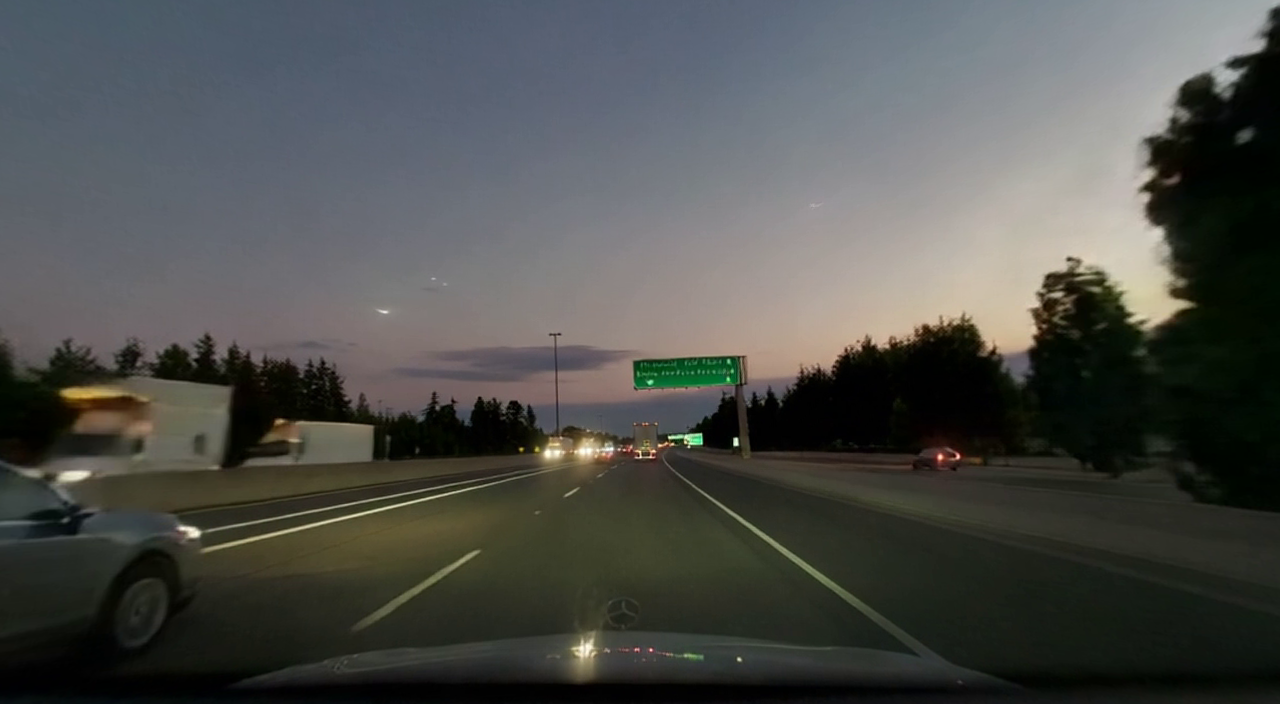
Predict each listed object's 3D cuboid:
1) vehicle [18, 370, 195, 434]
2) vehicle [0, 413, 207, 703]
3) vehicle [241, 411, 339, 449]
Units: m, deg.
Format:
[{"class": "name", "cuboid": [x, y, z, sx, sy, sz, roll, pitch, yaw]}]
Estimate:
[{"class": "vehicle", "cuboid": [-17.344, 1.774, 20.882, 1.866, 1.761, 4.683, -2, -8, -1]}, {"class": "vehicle", "cuboid": [-4.171, 0.965, 2.537, 1.945, 1.488, 4.043, 0, -9, 0]}, {"class": "vehicle", "cuboid": [-17.206, 3.919, 31.280, 2.111, 1.716, 4.697, -1, -8, 1]}]
